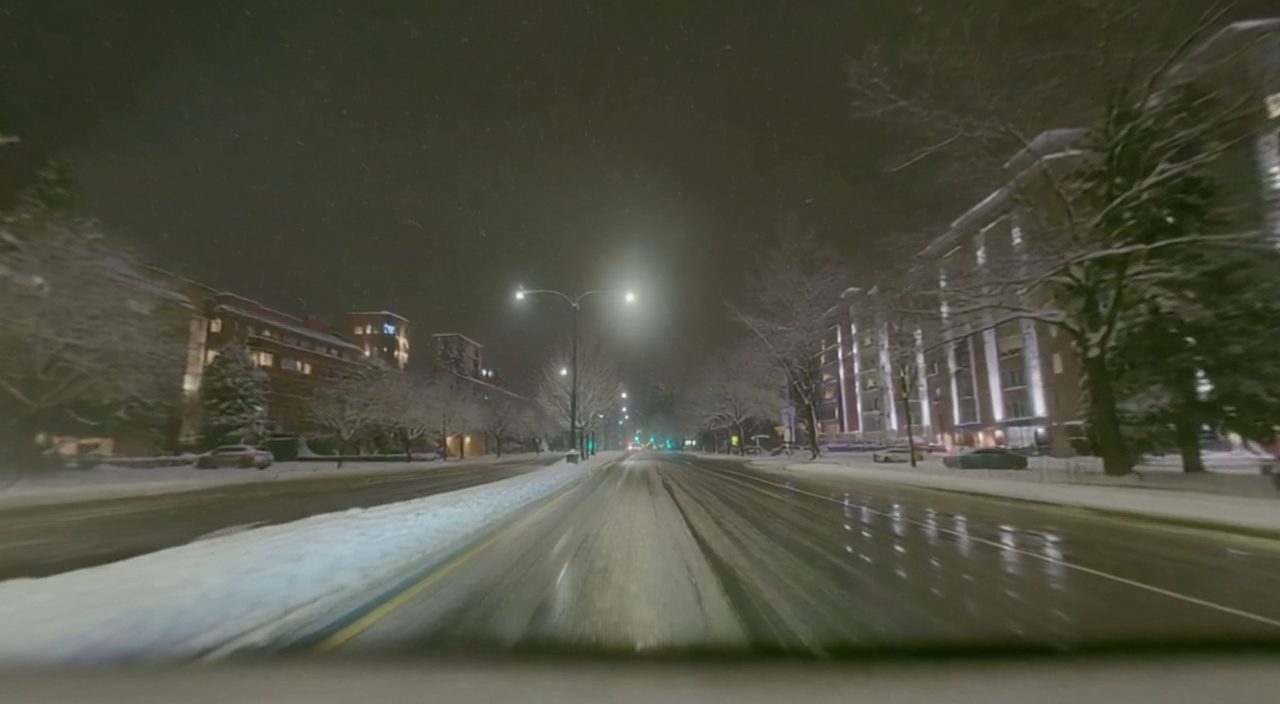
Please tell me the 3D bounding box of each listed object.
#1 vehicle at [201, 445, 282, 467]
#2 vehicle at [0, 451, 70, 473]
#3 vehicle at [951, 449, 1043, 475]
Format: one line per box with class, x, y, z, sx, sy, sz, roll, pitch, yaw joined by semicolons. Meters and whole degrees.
vehicle;-29.785;7.762;47.269;4.693;1.572;1.999;0;-9;0
vehicle;-43.165;7.780;44.687;1.766;1.435;4.268;0;-9;-1
vehicle;20.082;6.184;35.646;3.975;1.387;1.914;0;-9;-2
